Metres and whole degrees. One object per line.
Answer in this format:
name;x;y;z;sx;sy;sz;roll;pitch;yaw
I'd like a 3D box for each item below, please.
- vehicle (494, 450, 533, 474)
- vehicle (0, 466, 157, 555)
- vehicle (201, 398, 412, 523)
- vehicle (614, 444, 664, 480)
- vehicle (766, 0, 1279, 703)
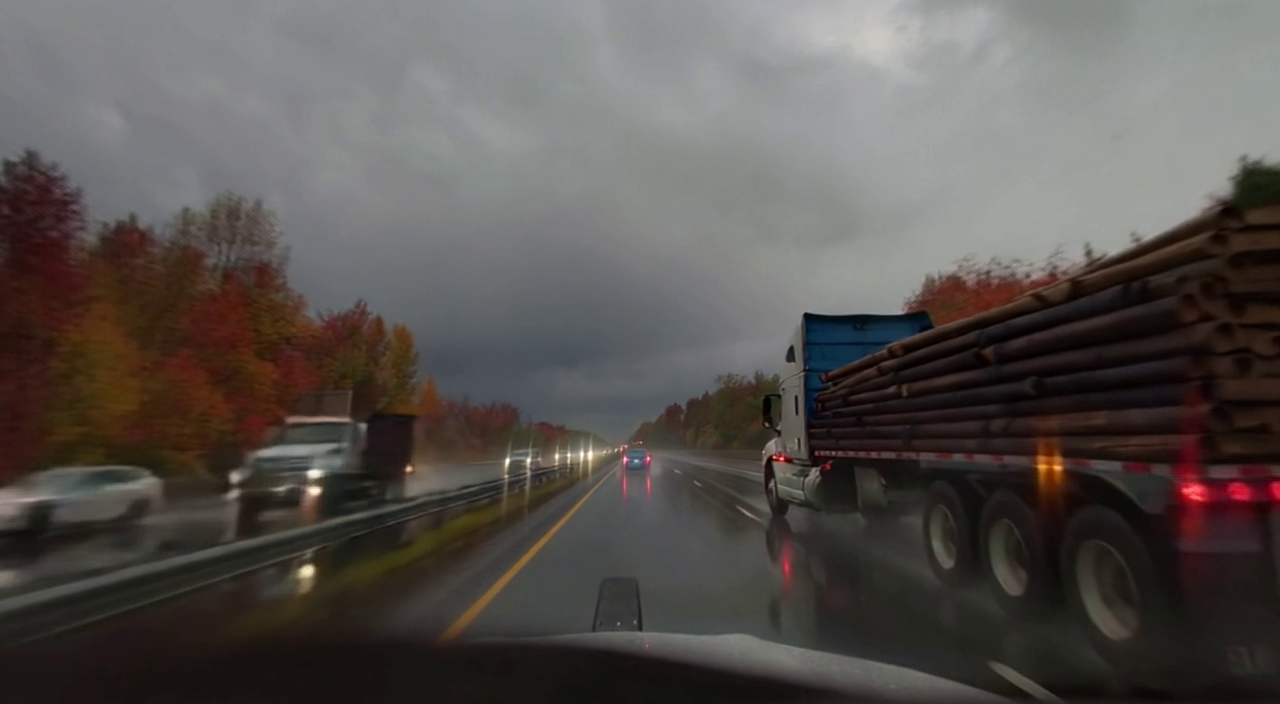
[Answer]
vehicle;-8.847;7.762;44.262;1.916;1.572;4.056;-1;-9;0
vehicle;-12.932;3.280;13.389;1.935;1.530;4.142;0;-9;-1
vehicle;-8.588;2.894;17.155;2.451;2.748;6.073;-1;-9;-1
vehicle;-0.065;5.051;28.928;2.099;1.506;4.097;-1;-9;-1
vehicle;4.196;0.452;7.576;2.996;3.942;10.600;-1;-9;-1
